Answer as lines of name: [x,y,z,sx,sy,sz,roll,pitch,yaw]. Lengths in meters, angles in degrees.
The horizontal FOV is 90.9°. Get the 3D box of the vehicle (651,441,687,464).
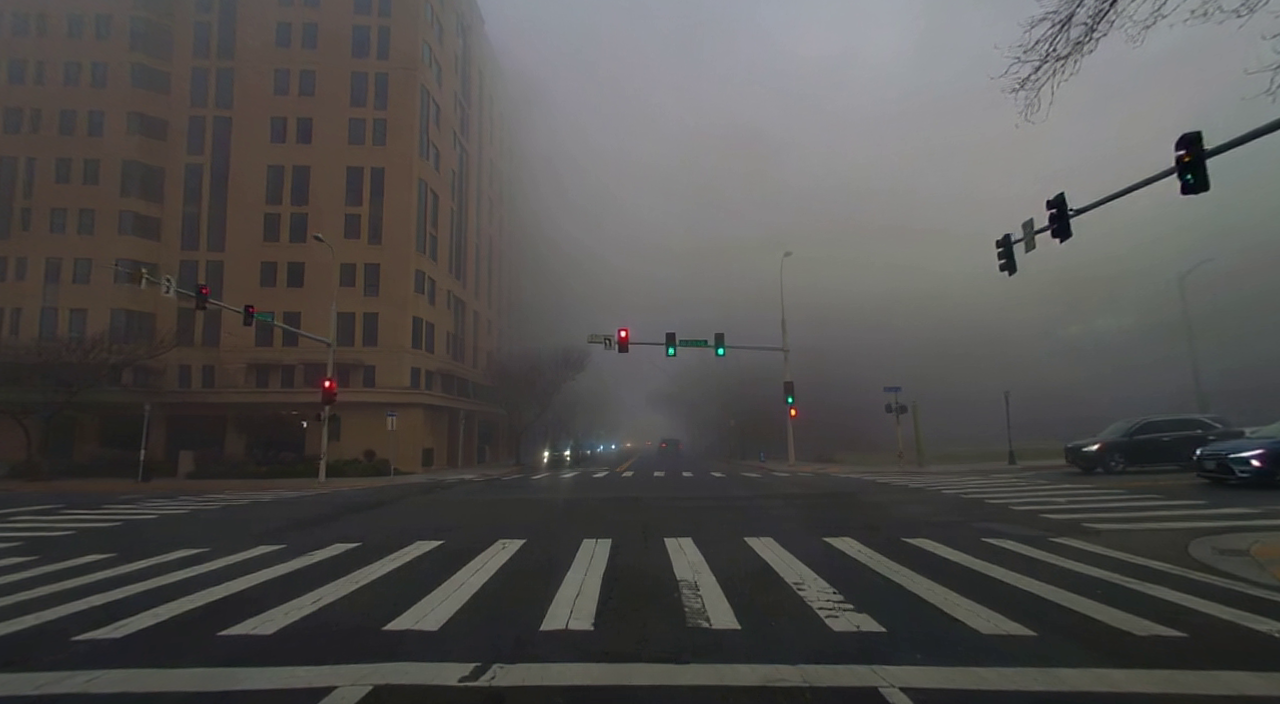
vehicle: [1.974,6.996,43.946,2.039,1.470,4.355,0,-8,-3]

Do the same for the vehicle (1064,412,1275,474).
vehicle: [16.926,2.939,20.400,4.802,1.860,2.146,0,-8,0]
